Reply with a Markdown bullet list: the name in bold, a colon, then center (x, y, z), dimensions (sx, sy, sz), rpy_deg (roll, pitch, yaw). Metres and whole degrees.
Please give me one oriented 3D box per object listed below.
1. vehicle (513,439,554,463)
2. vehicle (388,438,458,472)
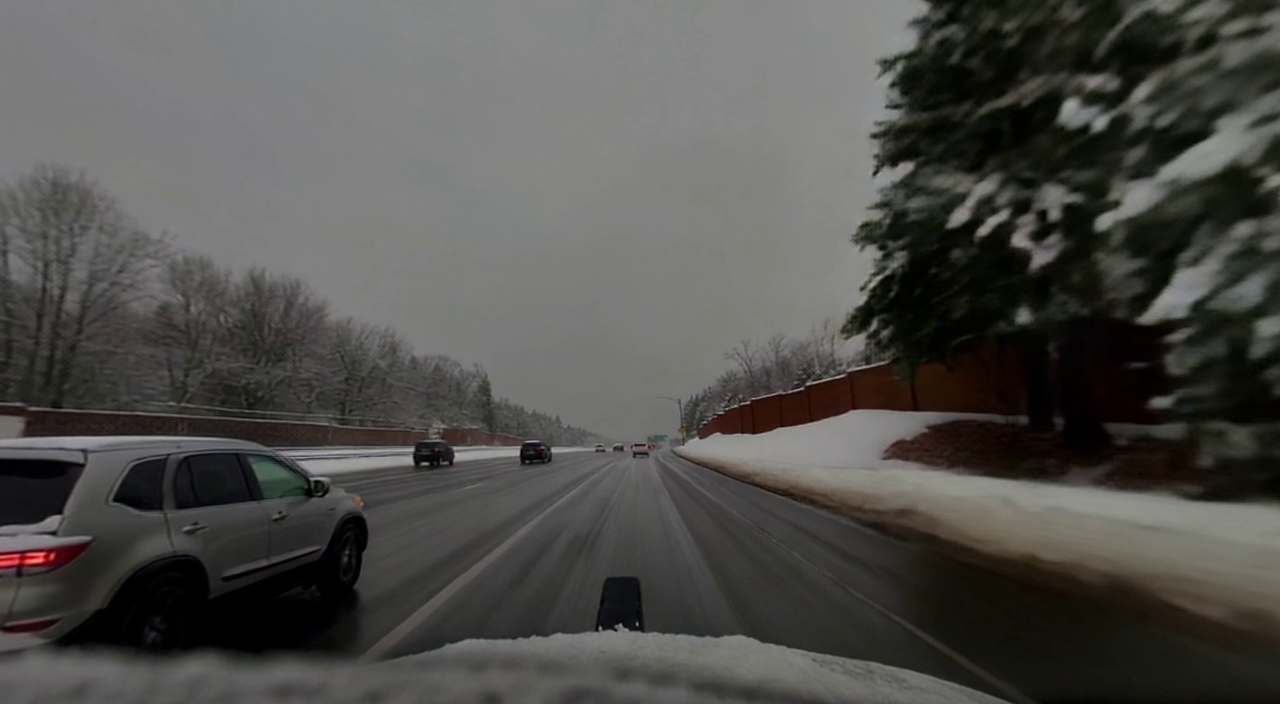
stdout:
- **vehicle**: center (-7.856, 7.388, 46.984), dimensions (2.151, 1.707, 4.759), rpy_deg (0, -8, 1)
- **vehicle**: center (-11.332, 5.414, 33.288), dimensions (2.025, 1.618, 4.683), rpy_deg (0, -9, 0)
